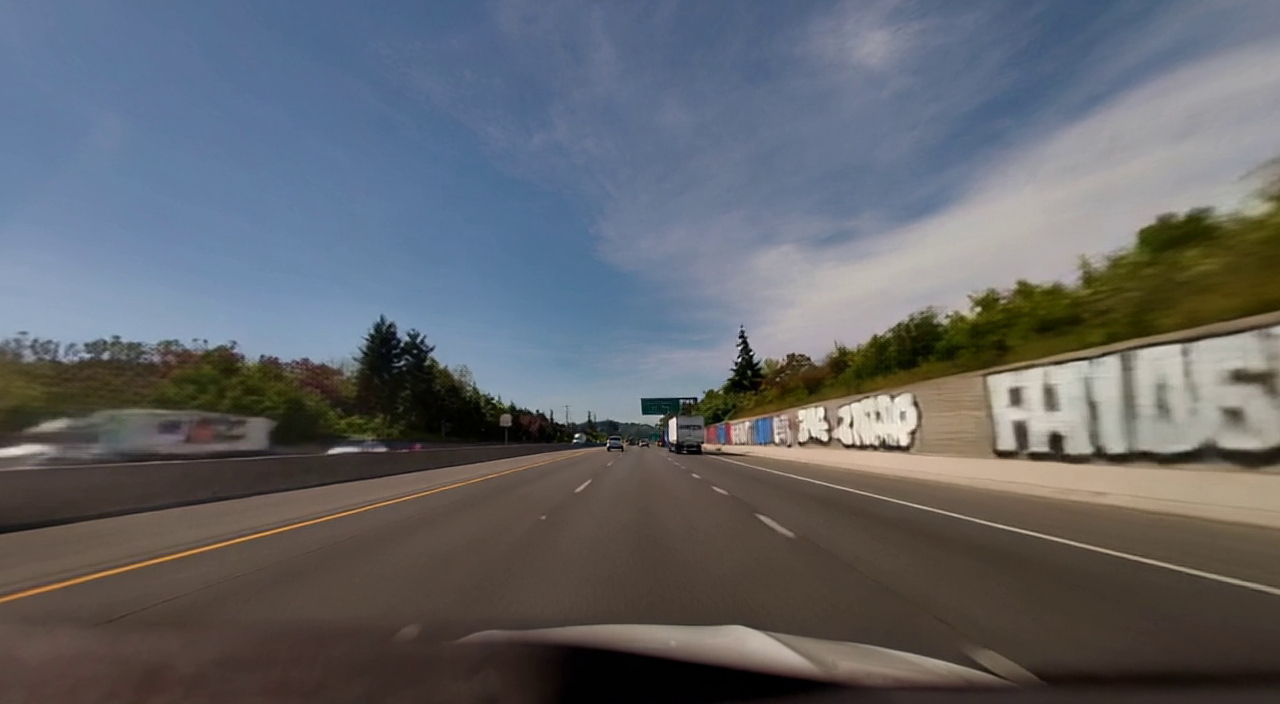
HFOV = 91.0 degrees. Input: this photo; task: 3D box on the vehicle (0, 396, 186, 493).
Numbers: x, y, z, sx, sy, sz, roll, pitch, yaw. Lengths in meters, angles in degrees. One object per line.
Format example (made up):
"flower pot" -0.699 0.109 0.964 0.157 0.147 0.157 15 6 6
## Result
"vehicle" -21.175 3.517 24.160 2.866 3.196 6.122 0 -8 0
